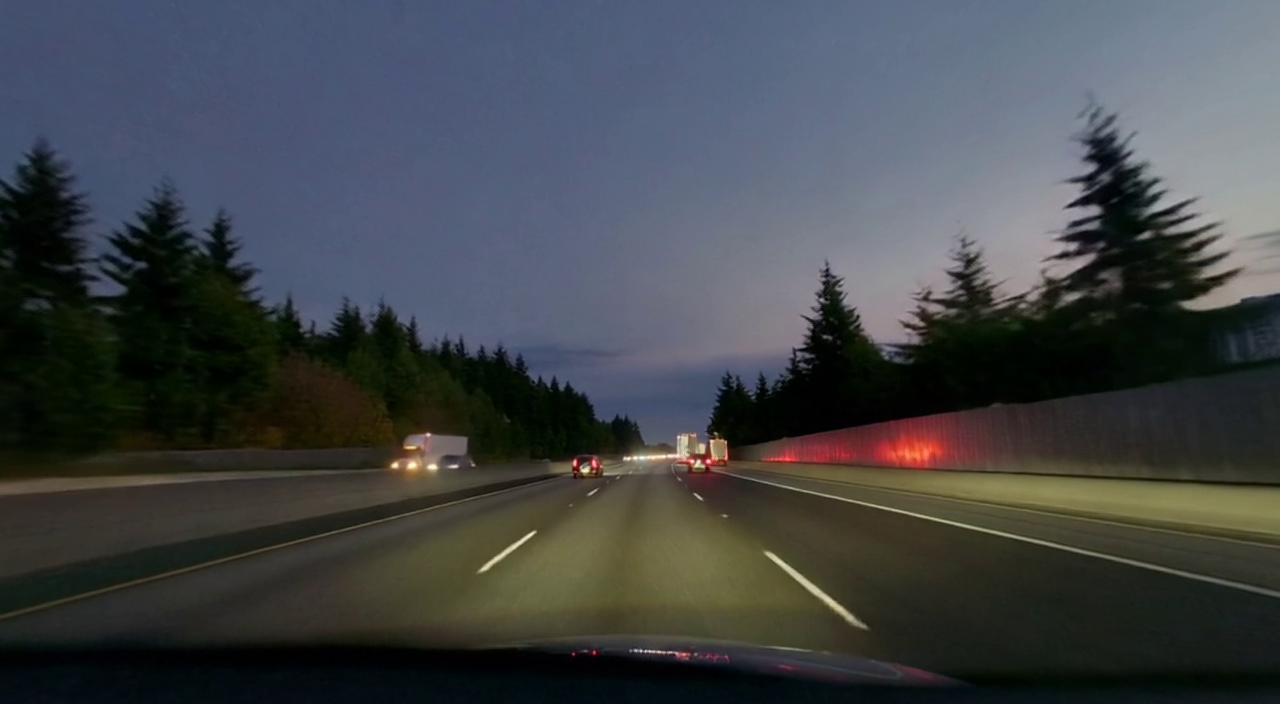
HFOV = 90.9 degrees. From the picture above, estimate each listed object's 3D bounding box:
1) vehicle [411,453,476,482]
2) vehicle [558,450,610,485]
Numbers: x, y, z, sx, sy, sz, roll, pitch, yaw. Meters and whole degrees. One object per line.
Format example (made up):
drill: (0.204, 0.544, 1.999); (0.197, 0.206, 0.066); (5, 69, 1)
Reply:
vehicle: (-10.432, 6.152, 33.824); (1.900, 1.467, 4.480); (0, -9, 2)
vehicle: (-2.595, 5.514, 30.288); (2.035, 1.513, 4.272); (0, -9, 1)
